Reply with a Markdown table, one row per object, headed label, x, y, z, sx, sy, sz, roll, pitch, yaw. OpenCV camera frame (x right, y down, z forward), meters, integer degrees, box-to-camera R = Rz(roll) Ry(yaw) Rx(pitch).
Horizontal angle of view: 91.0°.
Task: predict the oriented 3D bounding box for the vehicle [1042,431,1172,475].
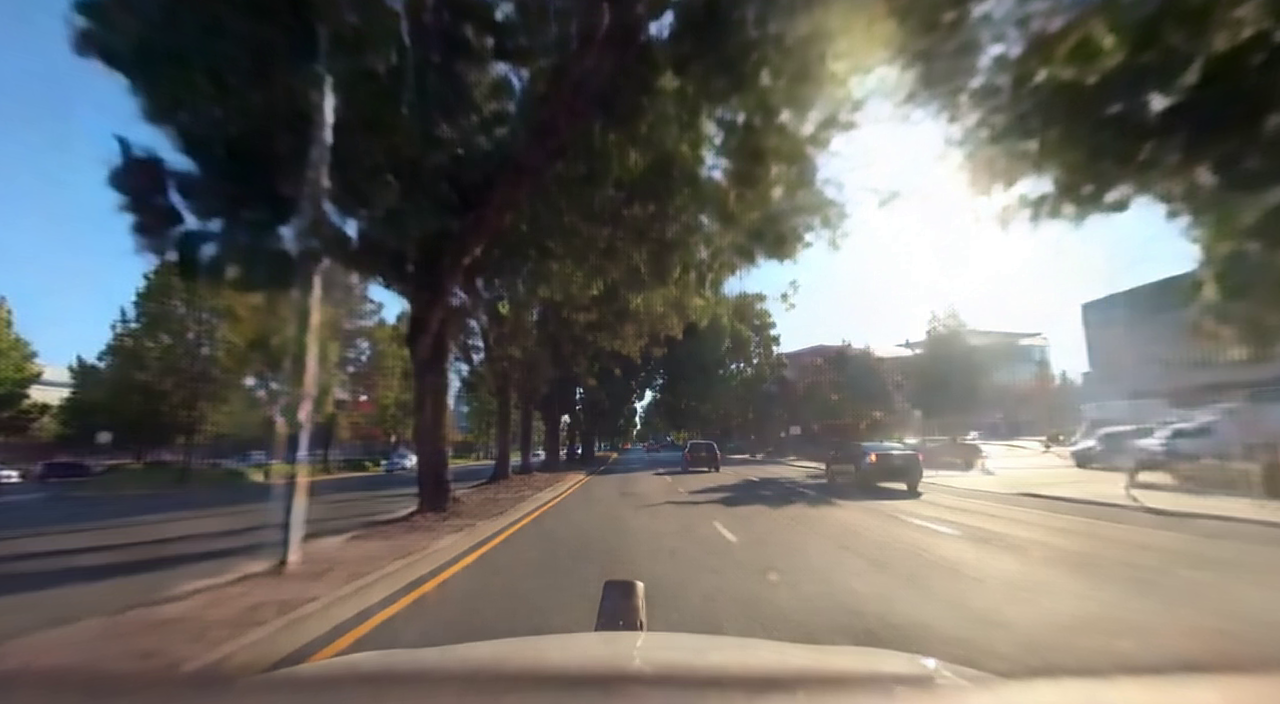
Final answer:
| label | x | y | z | sx | sy | sz | roll | pitch | yaw |
| --- | --- | --- | --- | --- | --- | --- | --- | --- | --- |
| vehicle | 18.745 | 4.065 | 25.392 | 3.719 | 1.537 | 1.807 | -3 | -9 | -1 |

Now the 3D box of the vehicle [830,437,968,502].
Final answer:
| label | x | y | z | sx | sy | sz | roll | pitch | yaw |
| --- | --- | --- | --- | --- | --- | --- | --- | --- | --- |
| vehicle | 6.806 | 3.118 | 17.097 | 1.886 | 1.528 | 4.169 | 0 | -9 | -1 |

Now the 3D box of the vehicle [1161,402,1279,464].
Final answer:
| label | x | y | z | sx | sy | sz | roll | pitch | yaw |
| --- | --- | --- | --- | --- | --- | --- | --- | --- | --- |
| vehicle | 28.255 | 3.896 | 29.645 | 2.438 | 2.602 | 5.677 | 0 | -9 | 0 |

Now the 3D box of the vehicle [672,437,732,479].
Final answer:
| label | x | y | z | sx | sy | sz | roll | pitch | yaw |
| --- | --- | --- | --- | --- | --- | --- | --- | --- | --- |
| vehicle | 2.649 | 4.659 | 27.908 | 2.161 | 1.676 | 4.151 | 0 | -9 | -1 |

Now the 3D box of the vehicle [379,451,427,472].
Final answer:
| label | x | y | z | sx | sy | sz | roll | pitch | yaw |
| --- | --- | --- | --- | --- | --- | --- | --- | --- | --- |
| vehicle | -17.987 | 8.349 | 48.053 | 1.851 | 1.480 | 4.501 | 0 | -9 | 1 |

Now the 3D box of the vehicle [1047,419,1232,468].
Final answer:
| label | x | y | z | sx | sy | sz | roll | pitch | yaw |
| --- | --- | --- | --- | --- | --- | --- | --- | --- | --- |
| vehicle | 22.891 | 4.303 | 29.465 | 2.858 | 2.005 | 6.831 | 1 | -8 | -2 |
